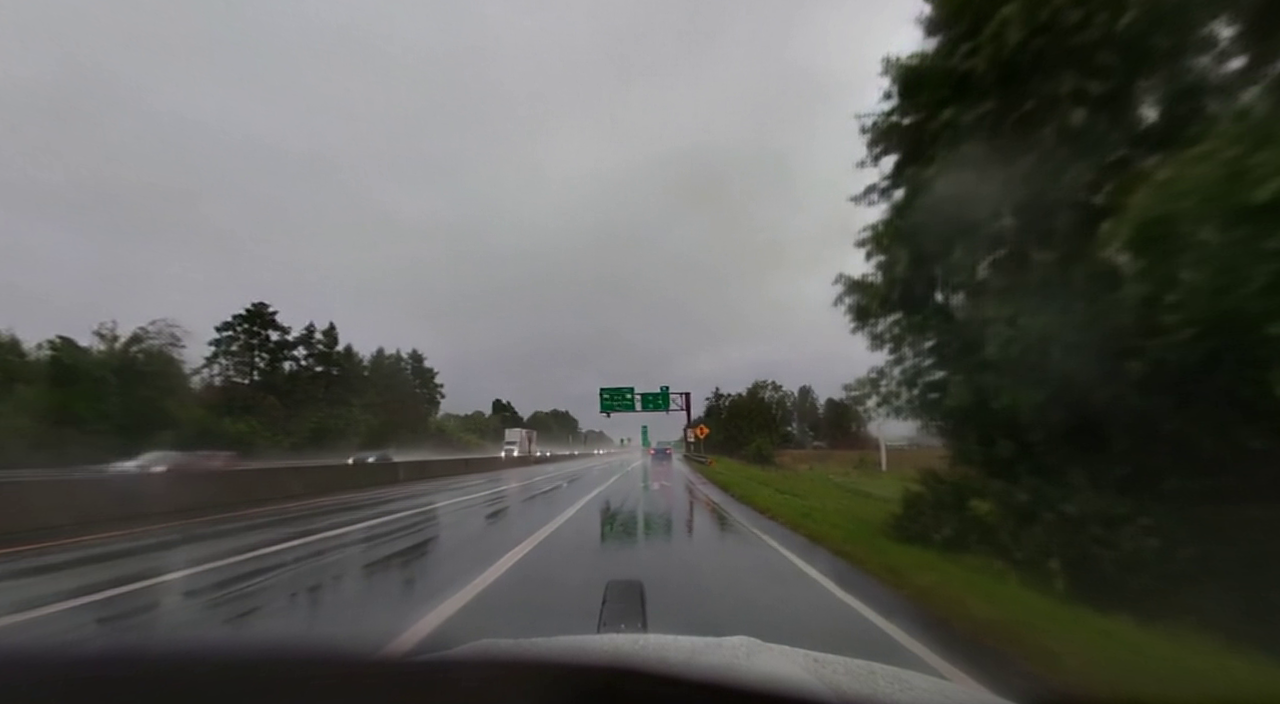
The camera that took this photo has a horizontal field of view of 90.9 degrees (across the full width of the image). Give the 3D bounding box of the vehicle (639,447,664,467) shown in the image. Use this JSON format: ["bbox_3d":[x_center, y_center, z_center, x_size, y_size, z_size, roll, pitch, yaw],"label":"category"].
[{"bbox_3d":[0.865,7.963,47.962,1.807,1.427,3.645,0,-9,1],"label":"vehicle"}]

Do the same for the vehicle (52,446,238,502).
[{"bbox_3d":[-14.462,3.571,18.815,1.908,1.447,4.337,0,-9,2],"label":"vehicle"}]
